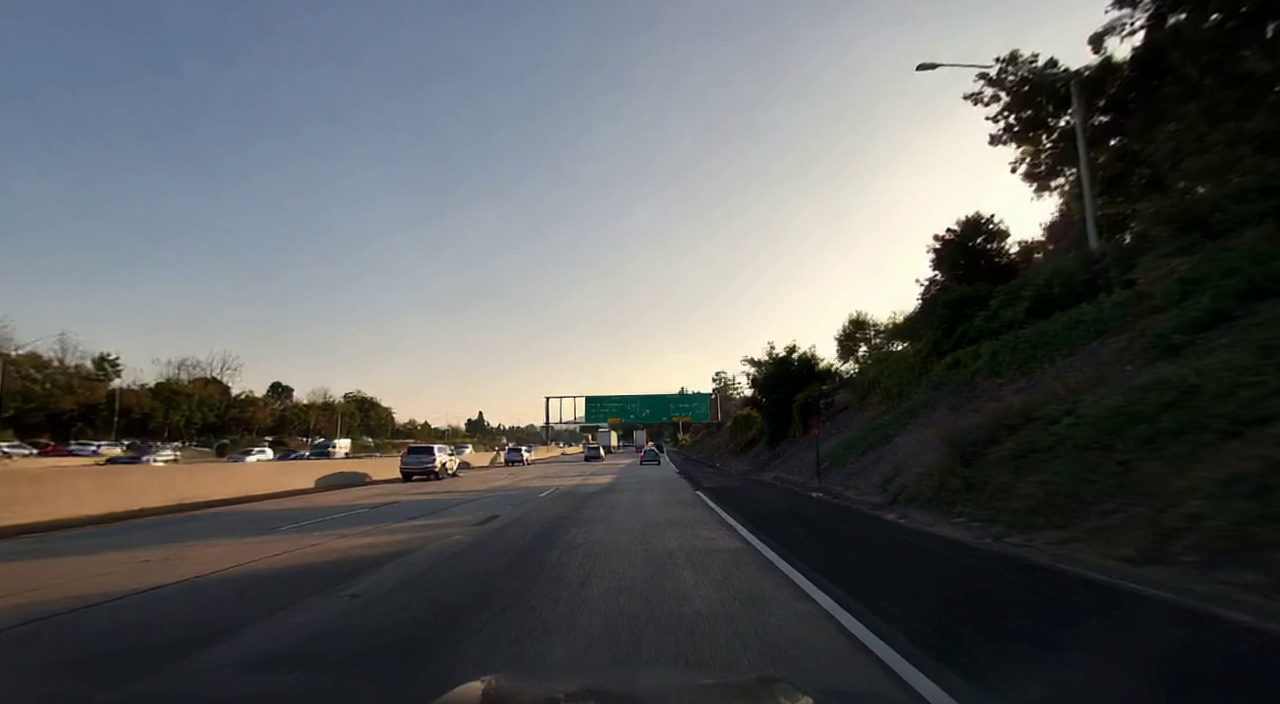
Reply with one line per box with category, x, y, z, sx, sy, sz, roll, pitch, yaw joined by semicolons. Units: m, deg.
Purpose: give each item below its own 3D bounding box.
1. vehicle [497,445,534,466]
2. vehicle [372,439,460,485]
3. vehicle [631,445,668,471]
vehicle;-8.920;7.416;45.507;1.865;1.413;4.178;0;-8;0
vehicle;-8.453;4.160;24.237;1.954;1.605;4.023;0;-8;-1
vehicle;0.619;6.435;38.641;2.137;1.461;3.999;-1;-8;1
